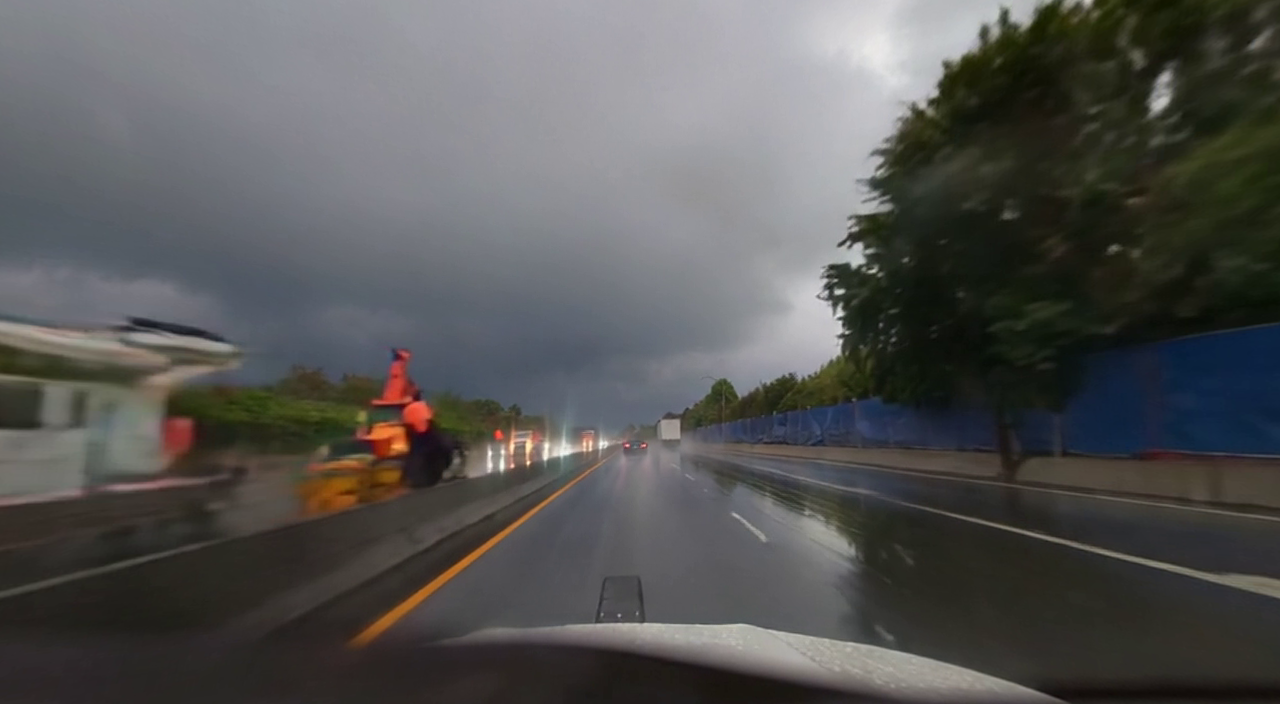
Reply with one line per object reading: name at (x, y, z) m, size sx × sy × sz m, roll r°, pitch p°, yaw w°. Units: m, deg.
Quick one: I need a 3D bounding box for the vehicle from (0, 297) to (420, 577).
vehicle at (-8.066, 1.768, 13.063) m, size 3.088 × 3.551 × 10.063 m, roll -1°, pitch -8°, yaw 2°

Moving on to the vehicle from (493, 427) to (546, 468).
vehicle at (-8.155, 6.490, 43.061) m, size 2.453 × 2.460 × 6.190 m, roll -3°, pitch -8°, yaw -1°

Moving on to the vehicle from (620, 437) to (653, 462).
vehicle at (-0.269, 6.289, 40.582) m, size 2.004 × 1.472 × 4.075 m, roll 0°, pitch -8°, yaw -1°
